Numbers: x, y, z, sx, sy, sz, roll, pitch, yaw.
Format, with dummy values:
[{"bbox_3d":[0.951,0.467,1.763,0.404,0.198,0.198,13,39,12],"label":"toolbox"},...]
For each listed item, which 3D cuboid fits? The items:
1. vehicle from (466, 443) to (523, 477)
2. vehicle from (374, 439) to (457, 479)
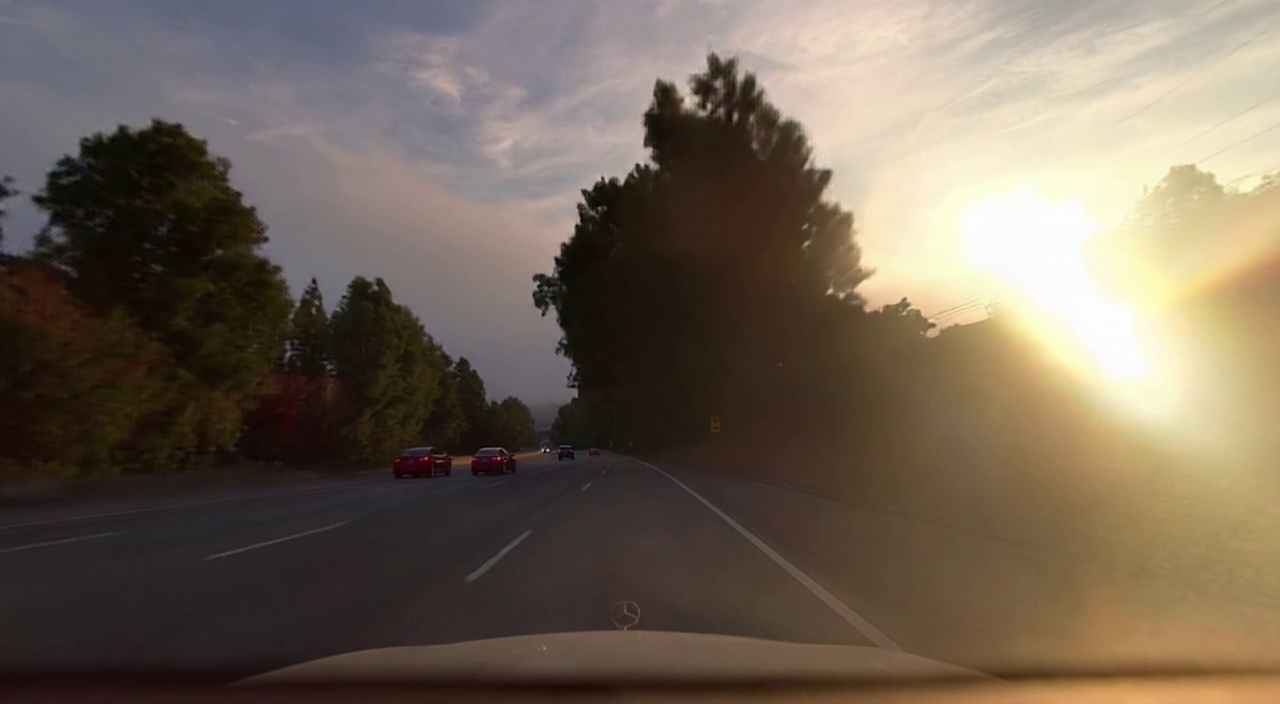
[{"bbox_3d":[-7.610,5.672,33.335,2.060,1.680,4.255,0,-9,-1],"label":"vehicle"},{"bbox_3d":[-11.798,5.639,33.555,2.425,1.926,5.584,0,-9,-1],"label":"vehicle"}]
